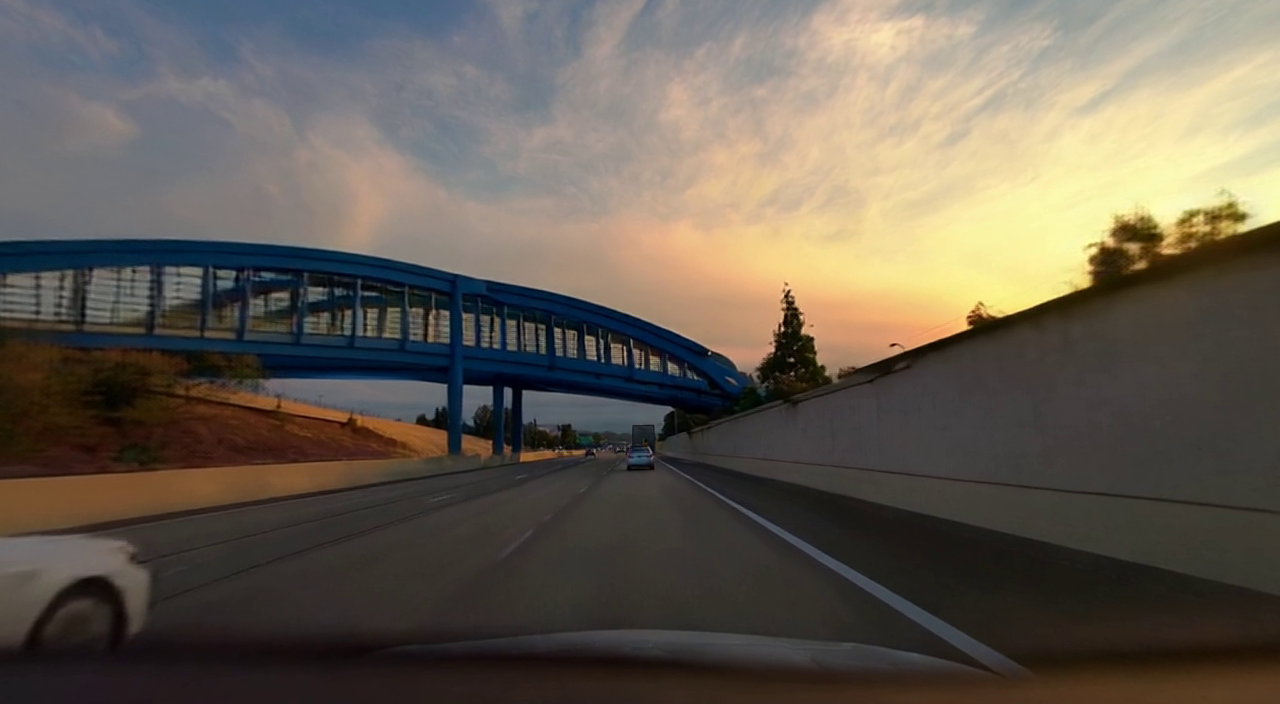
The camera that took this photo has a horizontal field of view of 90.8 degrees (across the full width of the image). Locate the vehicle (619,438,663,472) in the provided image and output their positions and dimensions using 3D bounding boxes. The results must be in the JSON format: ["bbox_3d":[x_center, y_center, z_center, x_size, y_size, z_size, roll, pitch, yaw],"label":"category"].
[{"bbox_3d":[0.018,5.704,34.996,2.299,1.716,4.579,0,-9,-1],"label":"vehicle"}]

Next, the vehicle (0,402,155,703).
[{"bbox_3d":[-3.415,0.676,0.560,2.095,1.498,4.854,0,-9,0],"label":"vehicle"}]
